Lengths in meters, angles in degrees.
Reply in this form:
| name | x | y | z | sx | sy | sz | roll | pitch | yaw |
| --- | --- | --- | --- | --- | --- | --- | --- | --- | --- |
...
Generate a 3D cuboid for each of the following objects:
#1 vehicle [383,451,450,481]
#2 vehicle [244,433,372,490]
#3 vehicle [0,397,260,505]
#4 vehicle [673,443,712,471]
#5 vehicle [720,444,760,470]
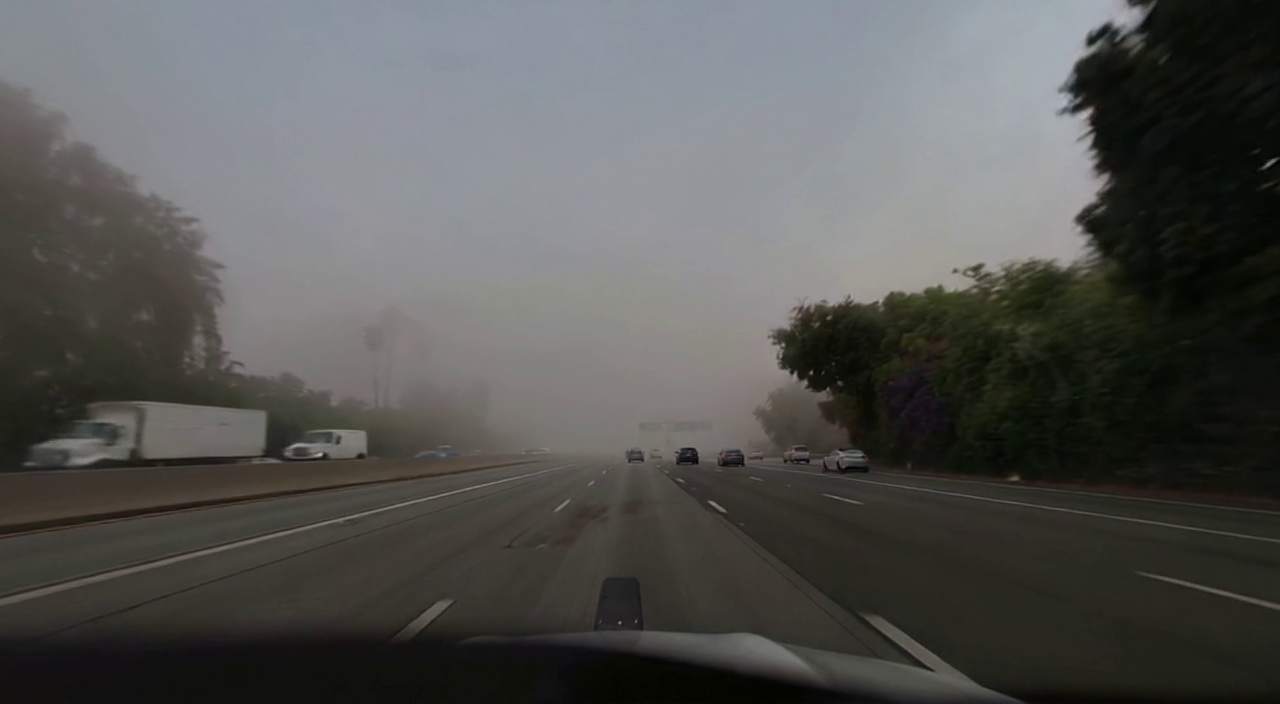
| name | x | y | z | sx | sy | sz | roll | pitch | yaw |
| --- | --- | --- | --- | --- | --- | --- | --- | --- | --- |
| vehicle | -12.045 | 6.152 | 34.233 | 1.980 | 1.494 | 4.511 | 0 | -8 | 0 |
| vehicle | -15.872 | 5.248 | 30.670 | 2.780 | 2.467 | 6.067 | 0 | -8 | 1 |
| vehicle | -19.625 | 3.915 | 25.301 | 3.038 | 3.554 | 8.784 | 0 | -8 | 0 |
| vehicle | 3.329 | 6.719 | 40.632 | 2.035 | 1.704 | 3.867 | 0 | -8 | -2 |
| vehicle | 6.807 | 7.161 | 43.098 | 1.902 | 1.623 | 4.360 | 0 | -8 | -2 |
